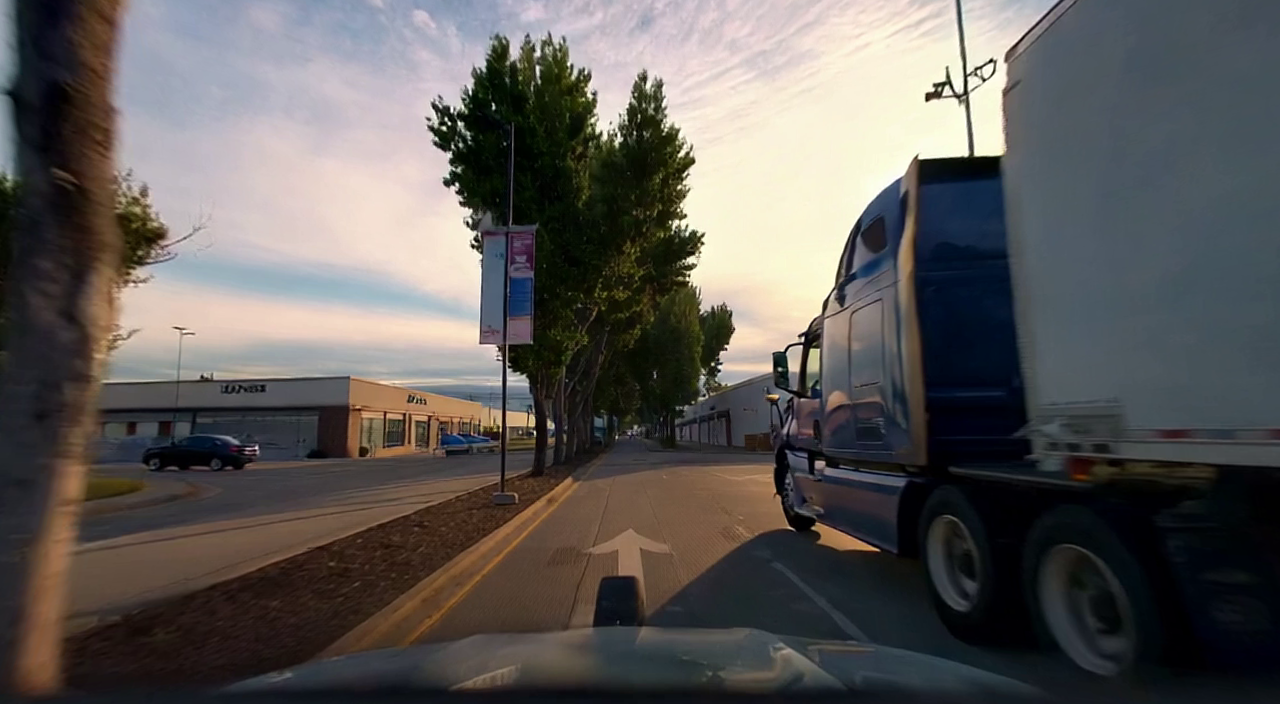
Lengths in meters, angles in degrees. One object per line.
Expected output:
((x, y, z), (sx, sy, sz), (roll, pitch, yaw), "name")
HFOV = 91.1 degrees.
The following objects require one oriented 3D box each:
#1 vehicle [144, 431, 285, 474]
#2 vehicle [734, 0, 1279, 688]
((-16.663, 3.950, 24.775), (4.248, 1.511, 1.881), (-2, -9, 2), "vehicle")
((2.965, 0.154, 6.408), (3.000, 3.950, 5.876), (0, -8, -1), "vehicle")
